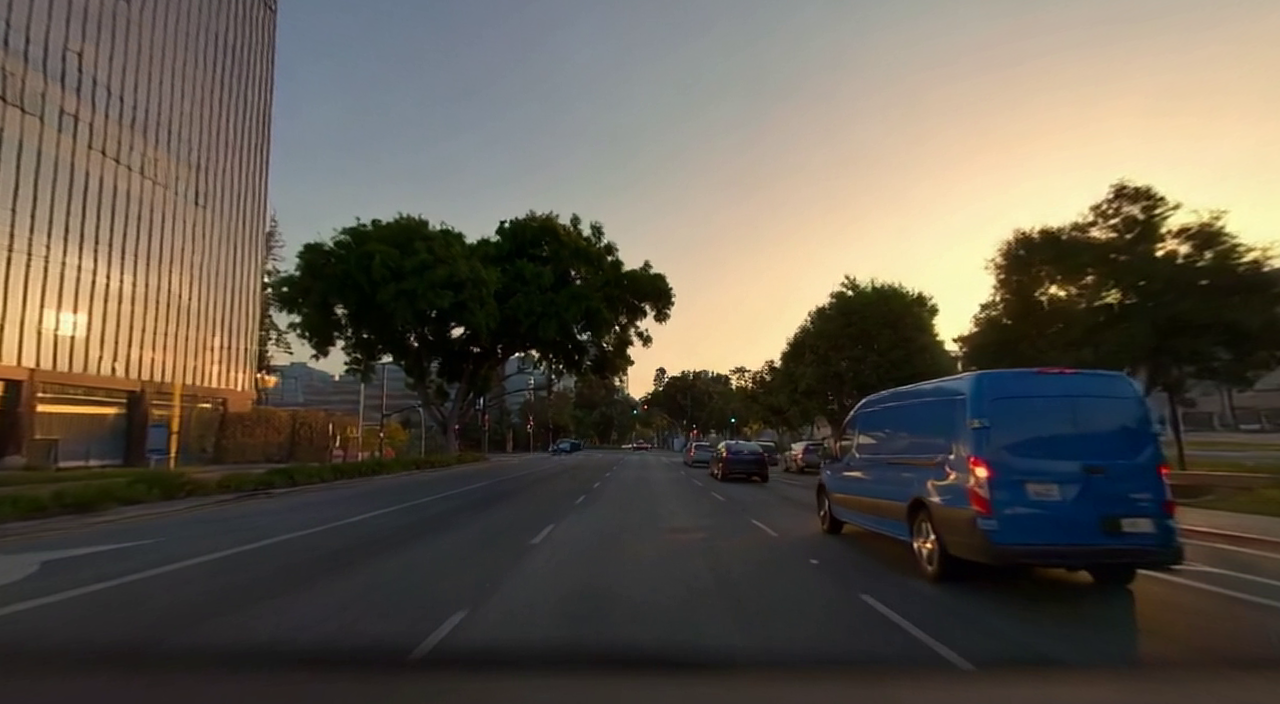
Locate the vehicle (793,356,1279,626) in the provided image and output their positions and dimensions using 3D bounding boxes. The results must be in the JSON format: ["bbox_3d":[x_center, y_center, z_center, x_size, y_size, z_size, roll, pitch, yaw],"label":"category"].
[{"bbox_3d":[3.528,1.359,7.134,2.200,1.914,5.145,0,-8,-1],"label":"vehicle"}]

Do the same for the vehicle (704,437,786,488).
[{"bbox_3d":[3.304,3.554,20.594,1.867,1.493,4.190,0,-8,-2],"label":"vehicle"}]

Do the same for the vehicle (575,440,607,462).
[{"bbox_3d":[-3.475,7.123,45.496,1.864,1.464,4.195,0,-8,1],"label":"vehicle"}]
